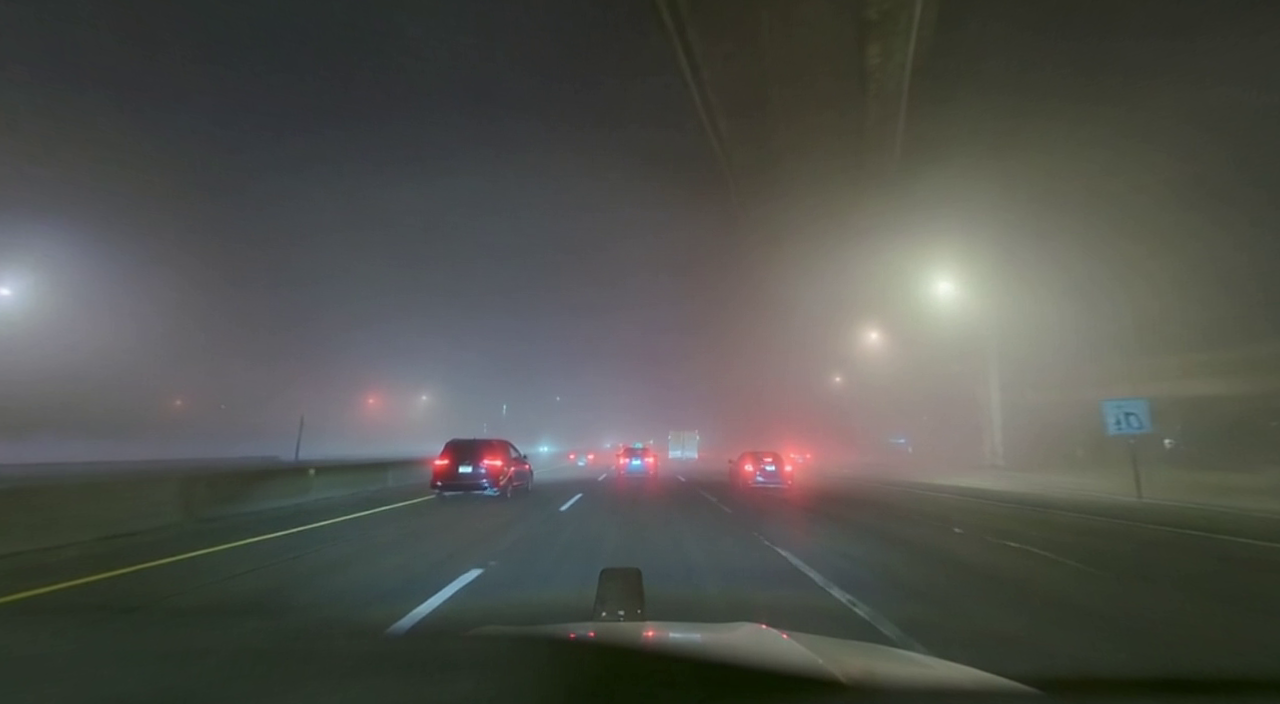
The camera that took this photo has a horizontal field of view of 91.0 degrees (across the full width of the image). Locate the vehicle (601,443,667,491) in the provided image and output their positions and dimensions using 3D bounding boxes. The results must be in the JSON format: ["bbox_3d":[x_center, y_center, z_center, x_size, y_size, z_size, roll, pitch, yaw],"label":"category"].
[{"bbox_3d":[-0.168,3.945,22.042,2.089,1.493,3.964,0,-8,0],"label":"vehicle"}]

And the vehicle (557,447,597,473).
[{"bbox_3d":[-3.687,6.373,37.537,1.868,1.431,4.055,0,-9,1],"label":"vehicle"}]

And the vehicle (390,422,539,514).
[{"bbox_3d":[-3.913,2.683,15.055,2.142,1.819,4.648,0,-8,1],"label":"vehicle"}]

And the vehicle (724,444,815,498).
[{"bbox_3d":[3.949,3.683,19.894,1.974,1.490,3.994,0,-9,0],"label":"vehicle"}]
